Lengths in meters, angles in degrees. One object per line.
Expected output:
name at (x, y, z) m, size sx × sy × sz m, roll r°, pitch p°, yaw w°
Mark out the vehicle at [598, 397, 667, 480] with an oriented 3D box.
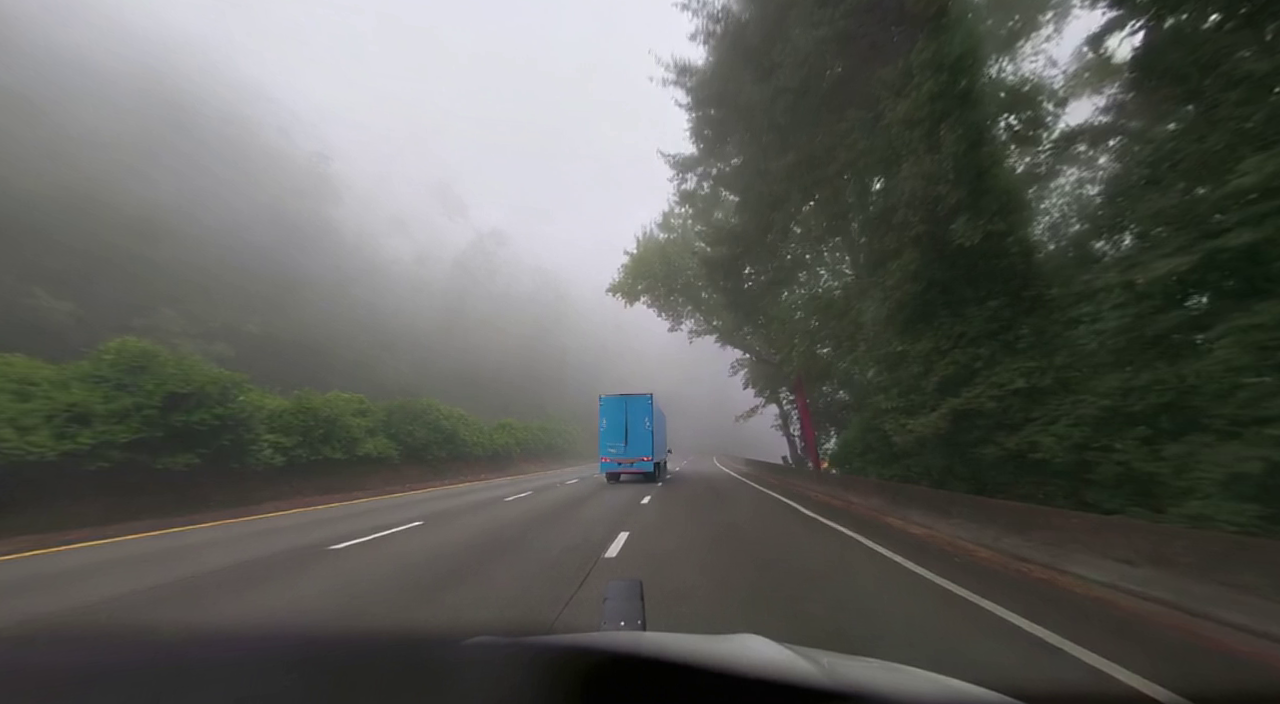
vehicle at (-0.149, 4.742, 34.075) m, size 2.821 × 3.878 × 8.925 m, roll -1°, pitch -9°, yaw 5°
